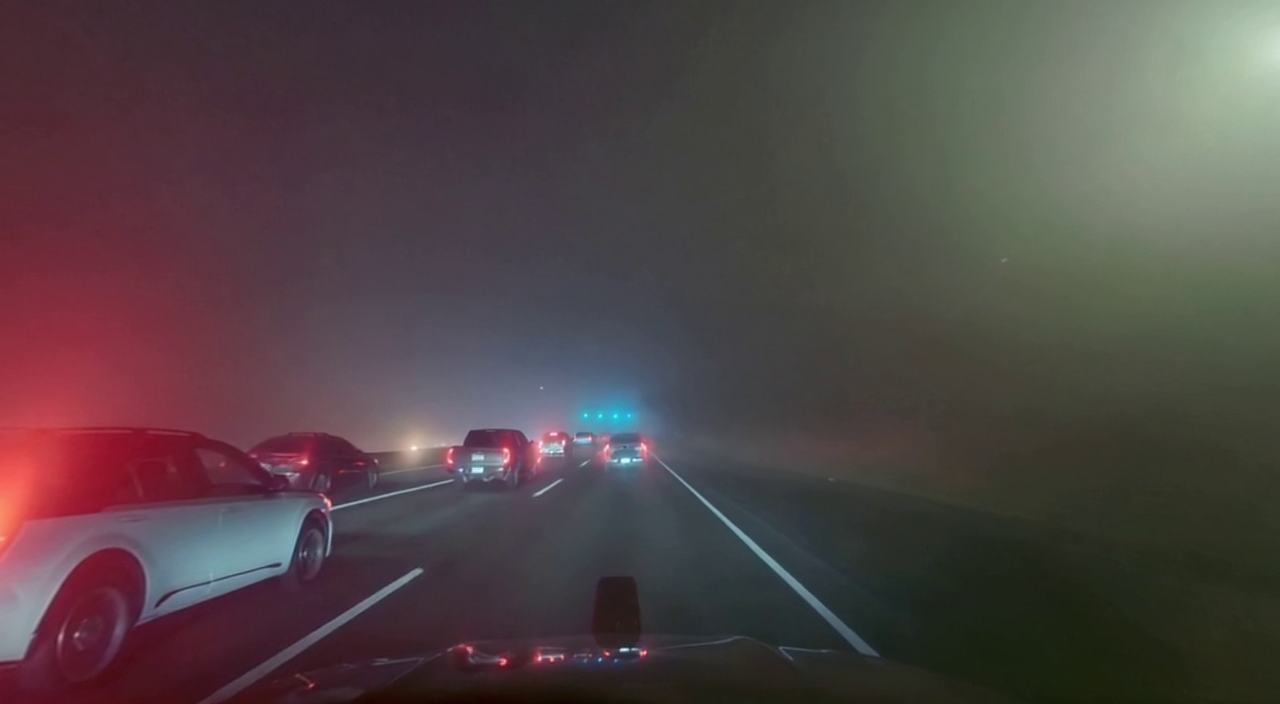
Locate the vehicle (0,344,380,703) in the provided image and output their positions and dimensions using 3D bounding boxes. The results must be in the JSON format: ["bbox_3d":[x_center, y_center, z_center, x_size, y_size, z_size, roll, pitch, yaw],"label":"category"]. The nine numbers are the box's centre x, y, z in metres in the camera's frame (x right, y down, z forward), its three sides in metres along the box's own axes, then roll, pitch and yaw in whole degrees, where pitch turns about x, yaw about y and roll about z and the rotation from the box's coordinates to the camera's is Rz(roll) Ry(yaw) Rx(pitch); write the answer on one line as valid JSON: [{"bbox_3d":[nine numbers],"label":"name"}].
[{"bbox_3d":[-3.843,1.063,4.495,2.107,1.703,4.274,0,-8,0],"label":"vehicle"}]

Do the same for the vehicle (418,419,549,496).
[{"bbox_3d":[-3.803,2.657,16.264,2.154,1.690,4.595,0,-8,1],"label":"vehicle"}]

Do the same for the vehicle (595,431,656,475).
[{"bbox_3d":[-0.510,3.669,23.062,2.070,1.452,3.834,0,-8,-1],"label":"vehicle"}]
